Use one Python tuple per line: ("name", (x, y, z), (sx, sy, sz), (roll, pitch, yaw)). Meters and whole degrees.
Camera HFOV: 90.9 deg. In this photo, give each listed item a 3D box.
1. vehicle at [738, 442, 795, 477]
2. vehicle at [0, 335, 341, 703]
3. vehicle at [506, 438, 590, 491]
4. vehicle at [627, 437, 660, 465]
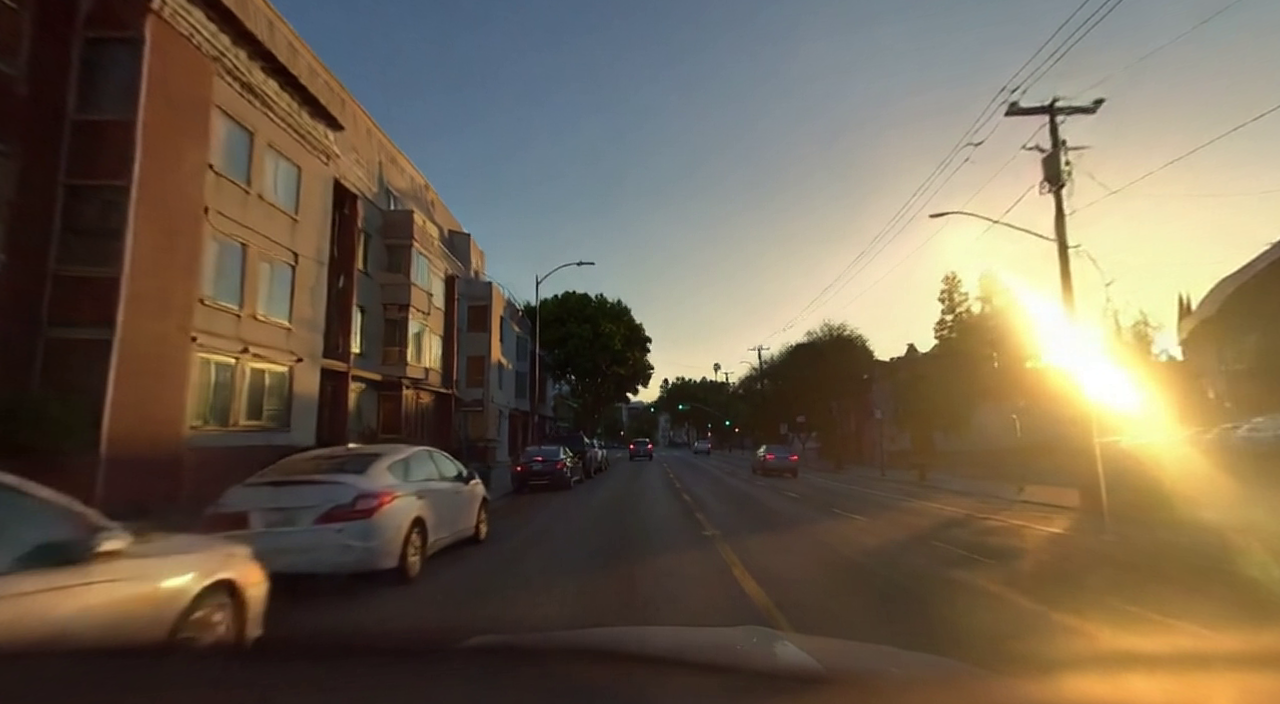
("vehicle", (5.636, 4.812, 28.446), (1.799, 1.463, 3.464), (0, -9, -1))
("vehicle", (-3.182, 0.773, 1.981), (2.151, 1.662, 4.496), (0, -9, 2))
("vehicle", (-2.784, 3.528, 20.083), (1.843, 1.482, 4.310), (-1, -9, 3))
("vehicle", (0.252, 6.513, 41.548), (2.122, 1.689, 3.885), (0, -9, 1))
